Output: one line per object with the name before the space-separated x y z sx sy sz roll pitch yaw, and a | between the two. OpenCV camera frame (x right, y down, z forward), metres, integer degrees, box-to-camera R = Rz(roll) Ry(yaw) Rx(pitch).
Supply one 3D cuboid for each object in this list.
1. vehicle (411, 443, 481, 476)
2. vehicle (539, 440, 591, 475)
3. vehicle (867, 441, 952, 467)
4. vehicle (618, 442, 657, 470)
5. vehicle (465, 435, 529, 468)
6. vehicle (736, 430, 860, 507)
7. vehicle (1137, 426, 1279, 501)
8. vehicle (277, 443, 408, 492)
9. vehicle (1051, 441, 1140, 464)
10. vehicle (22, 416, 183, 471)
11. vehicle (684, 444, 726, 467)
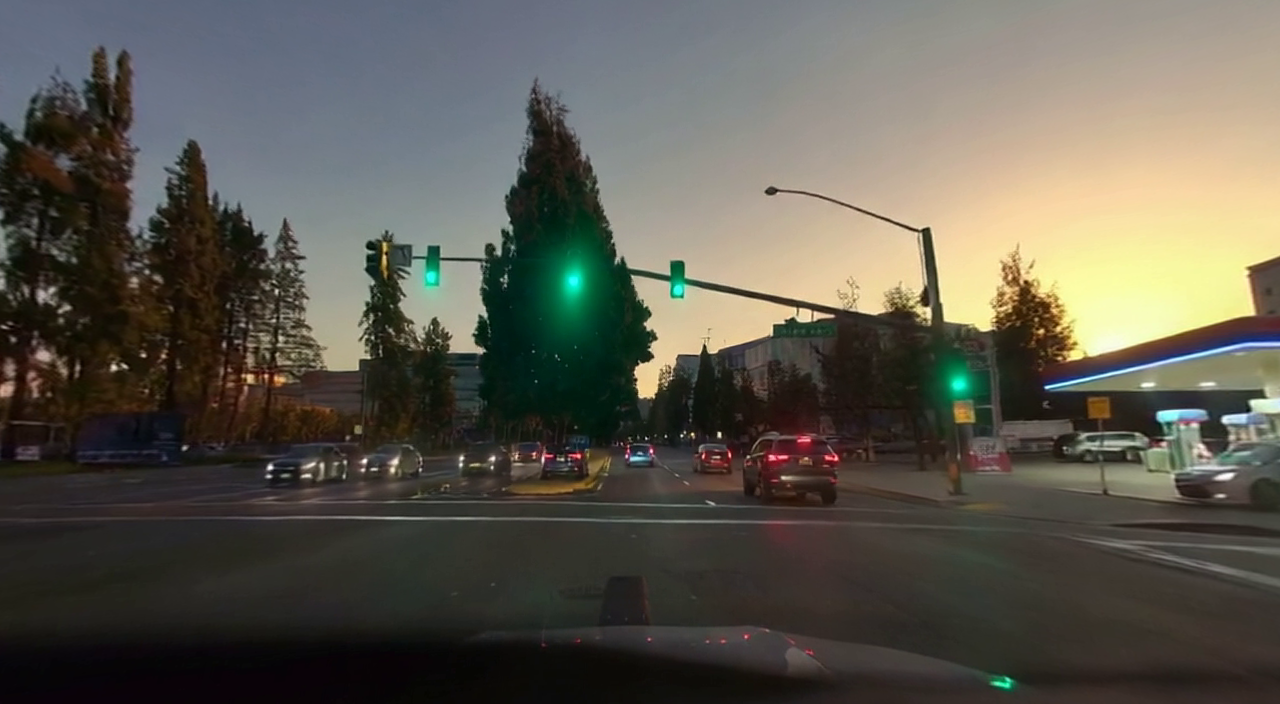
vehicle | -9.129 5.067 29.949 2.001 1.461 3.859 -1 -9 2
vehicle | -3.675 5.230 31.525 2.023 1.607 4.086 0 -9 1
vehicle | 17.030 6.461 40.013 4.506 1.604 1.830 0 -9 -1
vehicle | -0.121 5.838 35.560 2.104 1.477 4.591 0 -9 0
vehicle | -9.113 6.429 40.835 2.455 1.904 6.030 -1 -9 2
vehicle | 3.827 2.902 16.148 2.022 1.683 4.171 0 -9 -1
vehicle | 17.736 3.009 17.554 5.585 1.866 2.607 -1 -9 -2
vehicle | -9.664 3.766 21.020 2.023 1.433 4.699 0 -9 1
vehicle | 30.635 6.768 42.464 4.587 1.422 1.853 0 -9 -1
vehicle | -33.780 5.808 39.863 7.339 3.284 2.857 0 -9 0
vehicle | 4.294 6.958 42.536 2.174 1.462 4.400 0 -9 -3
